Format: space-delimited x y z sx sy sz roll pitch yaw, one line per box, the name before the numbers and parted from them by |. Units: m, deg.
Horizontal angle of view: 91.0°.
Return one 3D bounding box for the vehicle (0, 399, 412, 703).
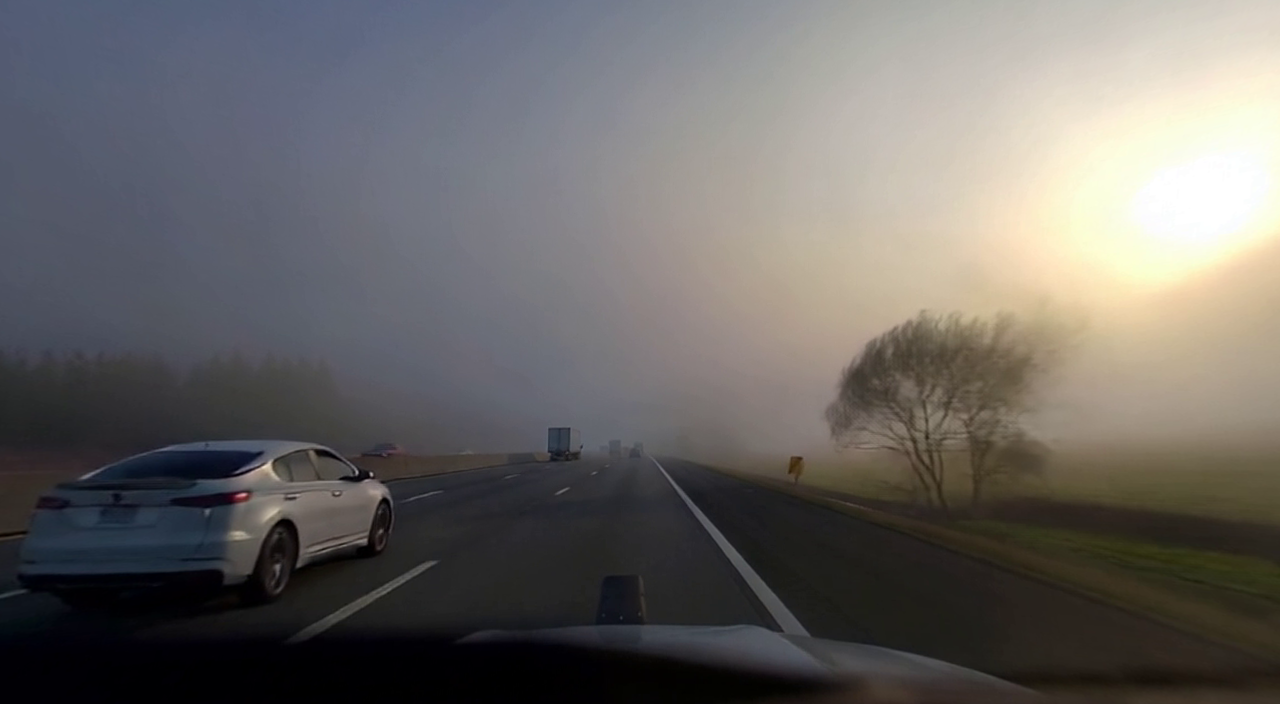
vehicle | -3.884 1.363 5.388 2.028 1.553 4.820 0 -9 0
